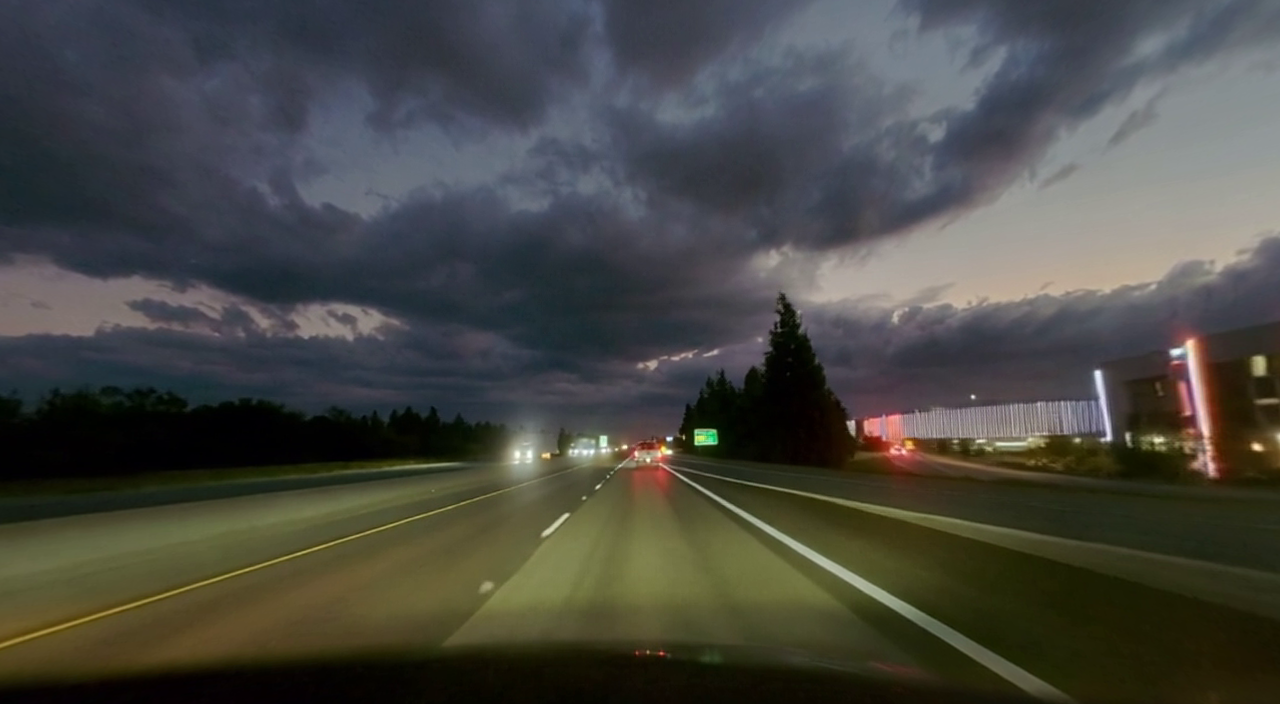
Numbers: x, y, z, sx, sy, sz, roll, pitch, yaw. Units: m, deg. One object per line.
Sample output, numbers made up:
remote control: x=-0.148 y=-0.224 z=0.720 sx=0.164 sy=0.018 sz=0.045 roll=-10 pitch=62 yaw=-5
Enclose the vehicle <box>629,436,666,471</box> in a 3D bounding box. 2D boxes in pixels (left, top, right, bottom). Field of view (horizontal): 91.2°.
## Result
vehicle: x=0.488 y=6.508 z=40.320 sx=2.268 sy=2.122 sz=4.595 roll=-1 pitch=-9 yaw=1
